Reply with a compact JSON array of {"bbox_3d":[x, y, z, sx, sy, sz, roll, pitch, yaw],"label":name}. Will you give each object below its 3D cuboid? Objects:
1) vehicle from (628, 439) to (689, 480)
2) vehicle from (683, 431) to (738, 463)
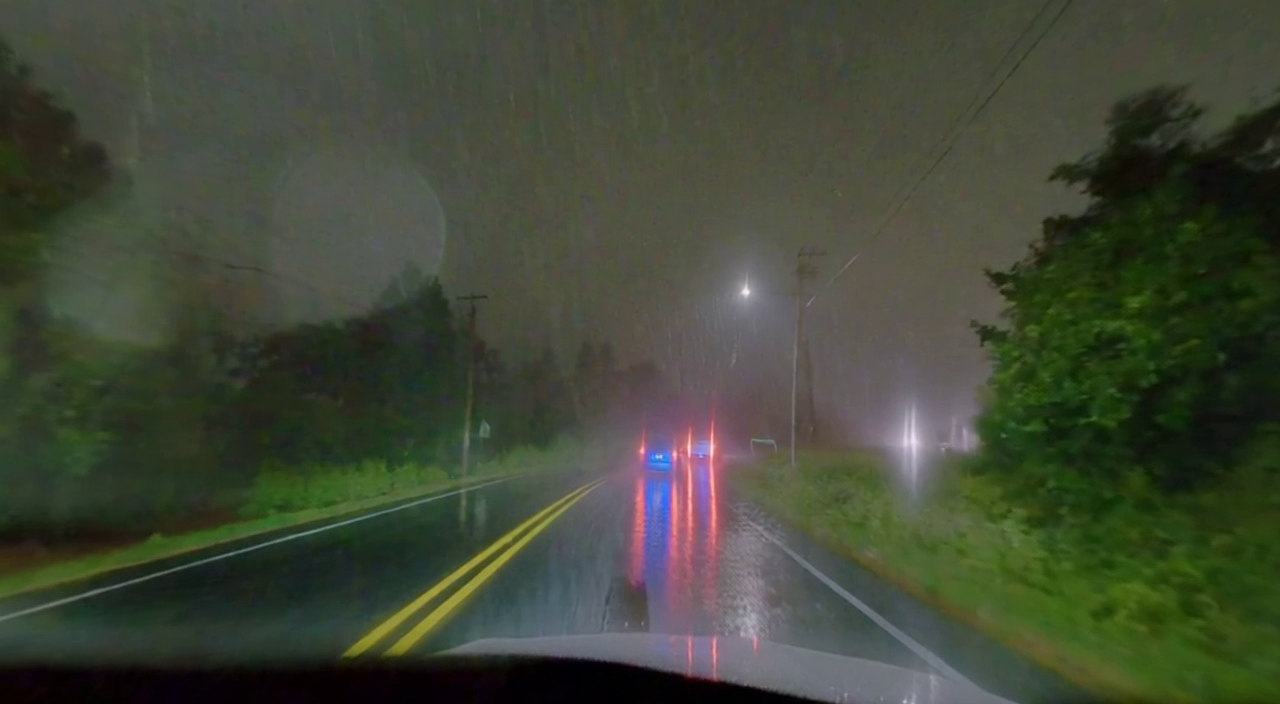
[{"bbox_3d":[0.848,4.447,26.393,2.157,1.565,4.243,-1,-8,7],"label":"vehicle"},{"bbox_3d":[5.094,6.731,44.705,2.376,2.145,5.953,-3,-9,22],"label":"vehicle"}]
